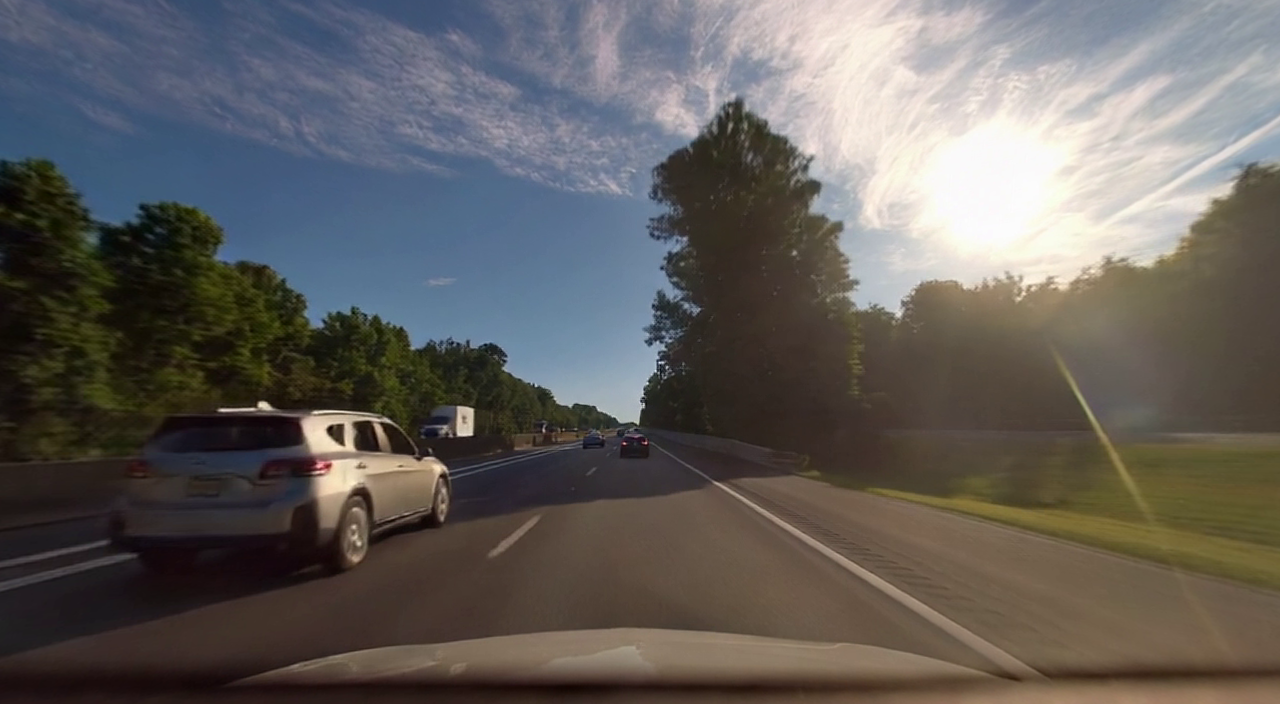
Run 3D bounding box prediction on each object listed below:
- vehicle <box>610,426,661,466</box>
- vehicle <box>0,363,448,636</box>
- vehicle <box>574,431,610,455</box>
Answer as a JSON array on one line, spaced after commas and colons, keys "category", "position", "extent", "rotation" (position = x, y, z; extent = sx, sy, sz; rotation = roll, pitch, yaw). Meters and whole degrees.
[{"category": "vehicle", "position": [-0.197, 4.201, 28.406], "extent": [2.134, 1.654, 4.174], "rotation": [0, -8, 0]}, {"category": "vehicle", "position": [-3.853, 1.264, 6.527], "extent": [2.251, 1.749, 4.820], "rotation": [0, -8, -1]}, {"category": "vehicle", "position": [-3.203, 6.192, 42.933], "extent": [2.030, 1.491, 4.046], "rotation": [0, -8, 1]}]
